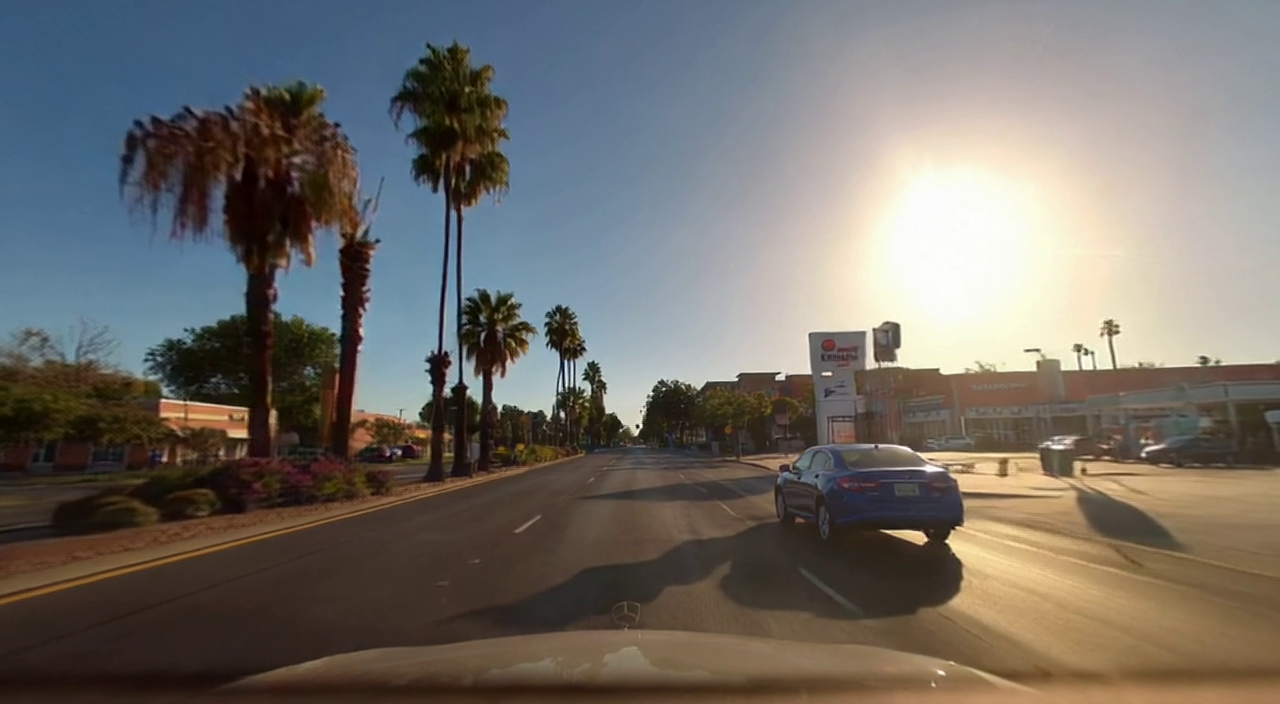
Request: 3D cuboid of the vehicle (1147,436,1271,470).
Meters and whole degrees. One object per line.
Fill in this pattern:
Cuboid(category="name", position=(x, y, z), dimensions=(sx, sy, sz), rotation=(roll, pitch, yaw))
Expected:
Cuboid(category="vehicle", position=(28.501, 5.073, 31.761), dimensions=(4.280, 1.637, 2.009), rotation=(0, -9, -2))

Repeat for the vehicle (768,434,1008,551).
Cuboid(category="vehicle", position=(3.547, 2.069, 10.081), dimensions=(1.978, 1.442, 4.262), rotation=(0, -8, -2))

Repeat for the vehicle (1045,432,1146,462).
Cuboid(category="vehicle", position=(32.454, 6.799, 45.161), dimensions=(5.339, 1.812, 2.175), rotation=(-3, -9, 3))
